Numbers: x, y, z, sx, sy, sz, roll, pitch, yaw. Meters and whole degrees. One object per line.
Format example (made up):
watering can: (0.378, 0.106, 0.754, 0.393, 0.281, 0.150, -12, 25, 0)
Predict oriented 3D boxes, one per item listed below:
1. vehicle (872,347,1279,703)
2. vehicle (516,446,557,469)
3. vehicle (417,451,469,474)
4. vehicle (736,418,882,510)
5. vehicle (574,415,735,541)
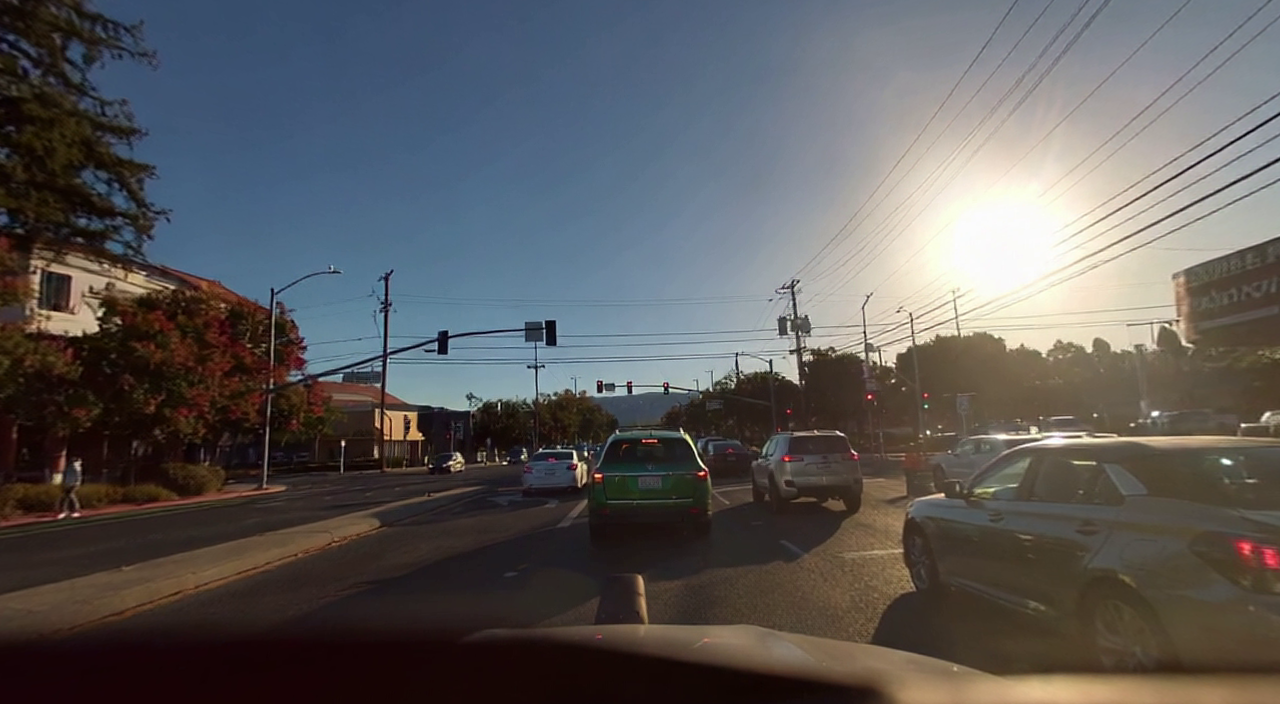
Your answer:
vehicle: (3.325, 1.081, 4.162, 1.998, 1.620, 4.267, 0, -9, 1)
vehicle: (-7.251, 7.396, 44.498, 2.057, 1.461, 4.485, 0, -9, 1)
vehicle: (-13.554, 7.576, 43.670, 2.045, 1.453, 4.624, 0, -9, 1)
vehicle: (3.700, 2.575, 14.904, 2.060, 1.789, 4.712, 0, -9, -1)
vehicle: (0.193, 1.991, 10.537, 2.149, 1.668, 3.962, 0, -9, 0)
